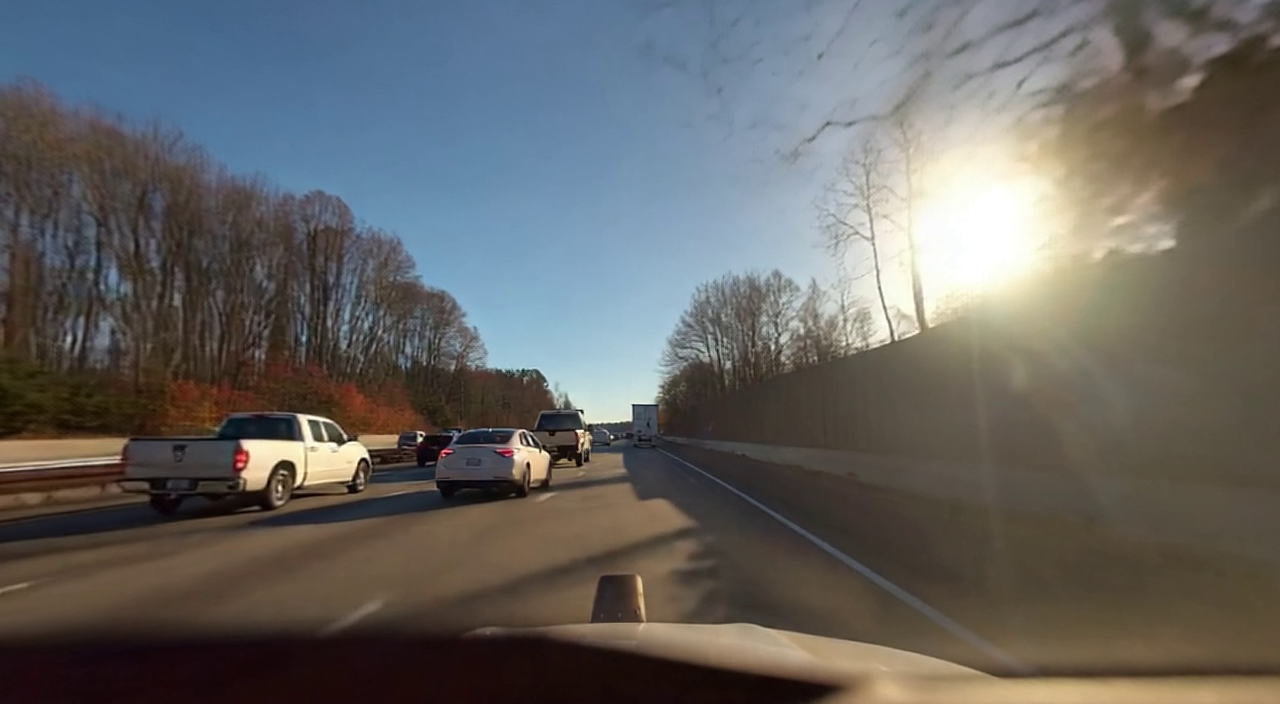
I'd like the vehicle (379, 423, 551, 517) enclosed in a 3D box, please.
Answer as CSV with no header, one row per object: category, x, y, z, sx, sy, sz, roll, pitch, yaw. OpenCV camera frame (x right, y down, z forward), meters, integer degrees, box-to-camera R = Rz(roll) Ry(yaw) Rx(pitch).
vehicle,-3.108,2.174,12.221,2.089,1.485,4.153,0,-8,1

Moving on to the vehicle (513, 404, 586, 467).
vehicle,-3.859,3.721,27.947,2.427,2.514,5.159,0,-8,0

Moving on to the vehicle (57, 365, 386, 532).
vehicle,-7.311,1.792,12.174,2.386,2.435,5.831,0,-8,-1
